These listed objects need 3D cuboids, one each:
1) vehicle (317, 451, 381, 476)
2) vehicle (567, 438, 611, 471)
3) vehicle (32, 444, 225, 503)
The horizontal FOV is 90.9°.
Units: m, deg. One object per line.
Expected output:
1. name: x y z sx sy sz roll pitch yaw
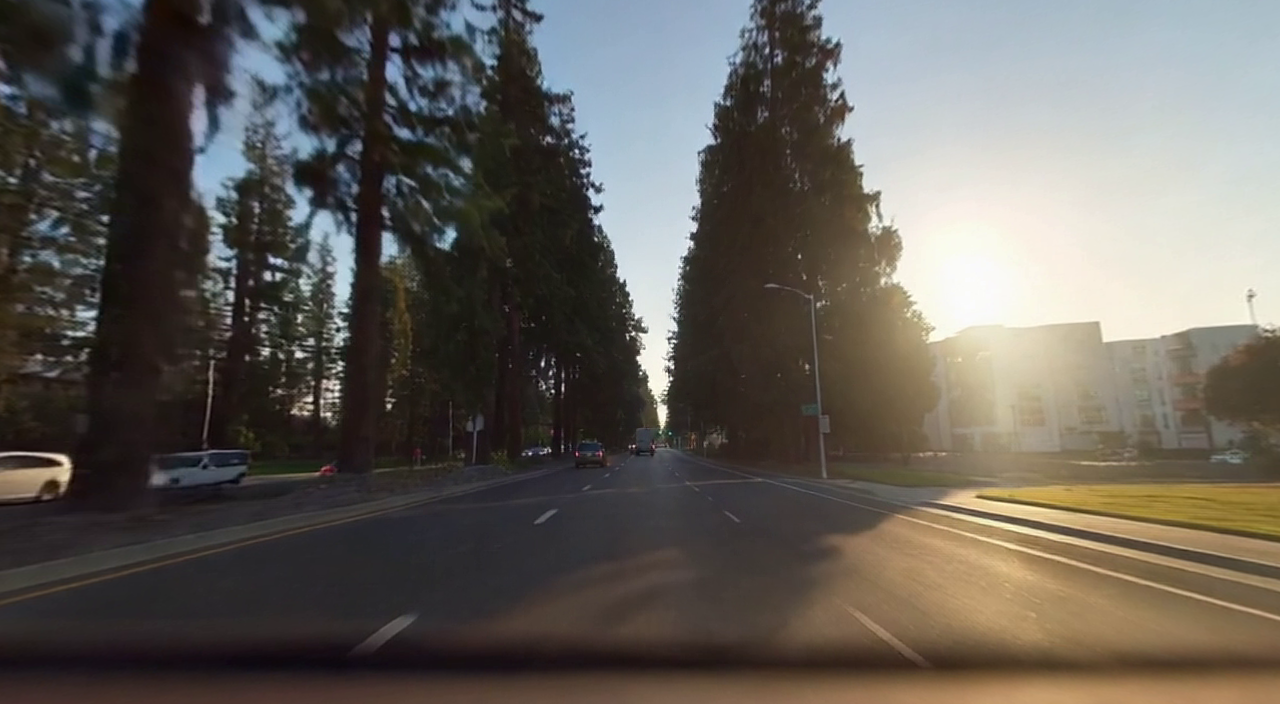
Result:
1. vehicle: -19.226 7.347 41.873 1.874 1.470 4.679 -1 -8 2
2. vehicle: -3.157 6.466 40.029 2.255 1.940 4.822 0 -8 1
3. vehicle: -16.785 3.962 21.136 2.225 1.719 4.915 -1 -8 2
